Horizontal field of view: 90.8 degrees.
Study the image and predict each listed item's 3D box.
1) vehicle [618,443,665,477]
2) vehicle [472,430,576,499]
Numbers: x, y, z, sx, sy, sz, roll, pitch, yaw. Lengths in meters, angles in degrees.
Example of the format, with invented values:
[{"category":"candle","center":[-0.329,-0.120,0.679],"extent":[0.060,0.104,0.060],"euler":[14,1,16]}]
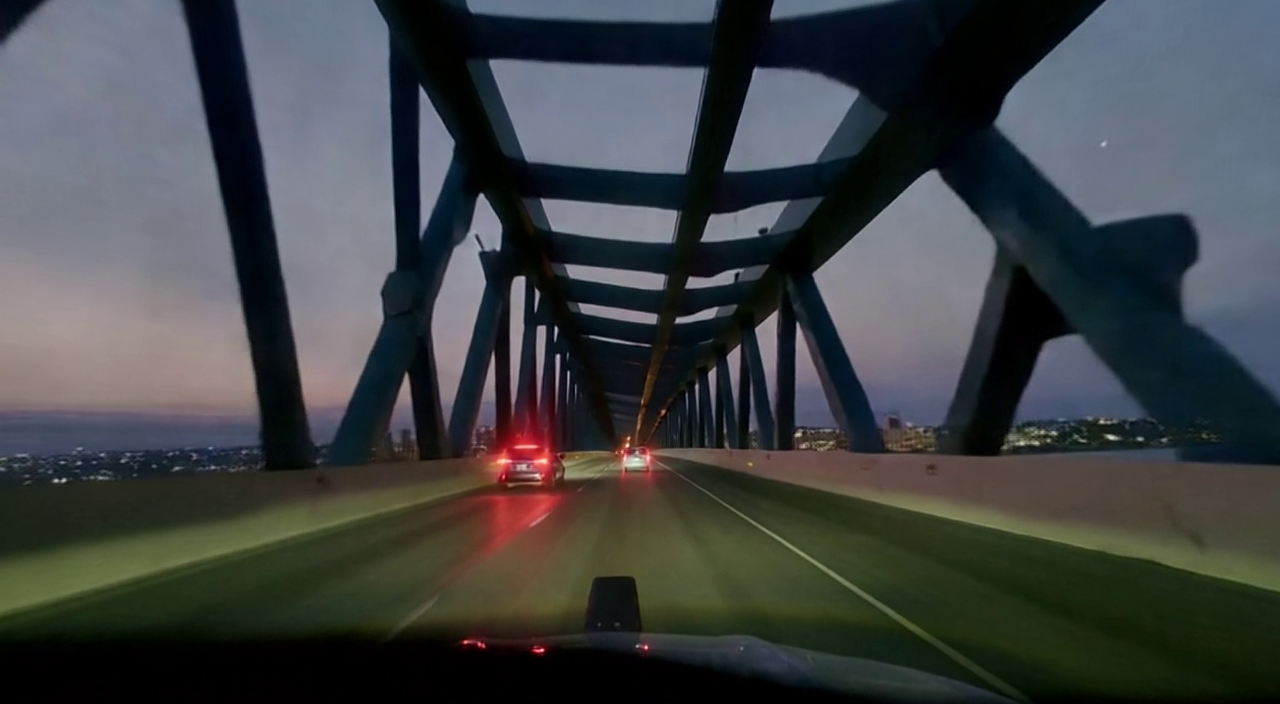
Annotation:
[{"category":"vehicle","center":[0.070,5.046,29.739],"extent":[2.048,1.450,3.973],"euler":[0,-9,0]},{"category":"vehicle","center":[-3.339,3.358,19.222],"extent":[2.190,1.807,4.741],"euler":[-1,-9,1]}]
